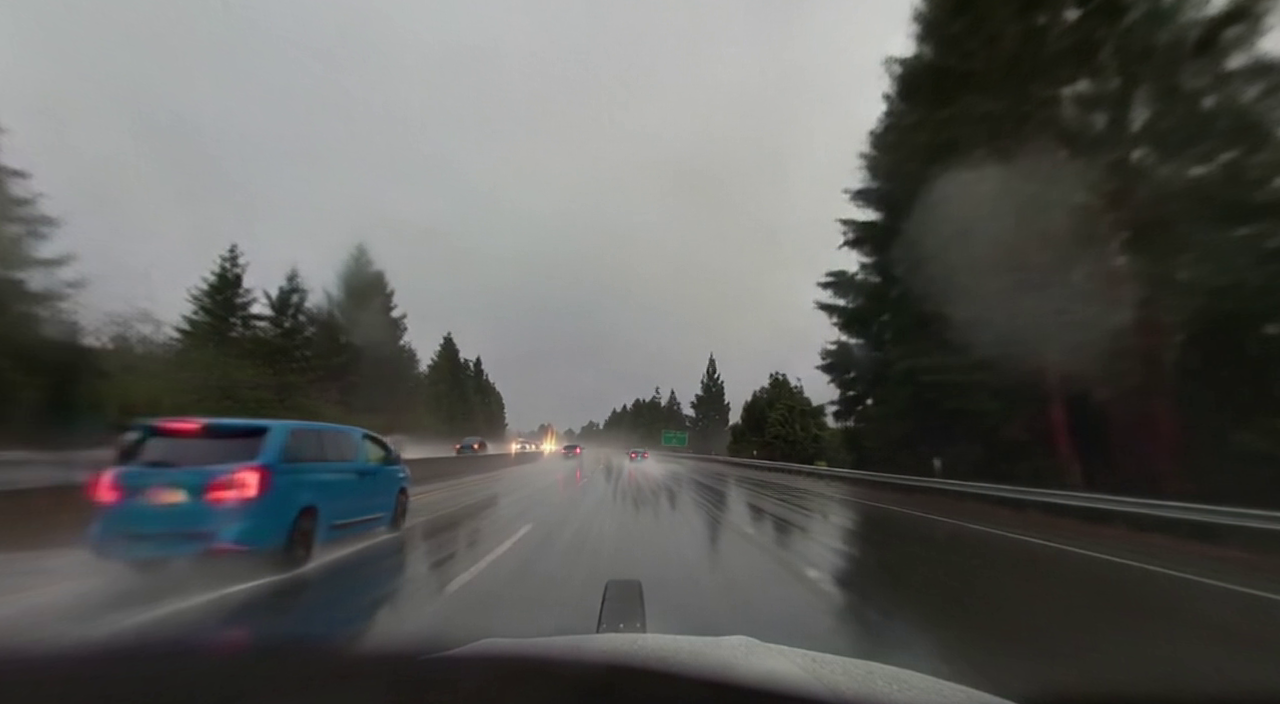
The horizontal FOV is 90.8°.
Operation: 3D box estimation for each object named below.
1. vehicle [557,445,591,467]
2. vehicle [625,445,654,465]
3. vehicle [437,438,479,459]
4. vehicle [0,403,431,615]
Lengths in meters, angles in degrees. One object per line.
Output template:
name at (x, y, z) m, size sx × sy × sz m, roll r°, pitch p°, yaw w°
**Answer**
vehicle at (-4.724, 7.468, 45.568) m, size 2.054 × 1.500 × 4.469 m, roll 0°, pitch -9°, yaw -2°
vehicle at (-0.064, 7.799, 47.886) m, size 2.008 × 1.499 × 3.192 m, roll 0°, pitch -9°, yaw -3°
vehicle at (-13.940, 7.424, 48.551) m, size 1.888 × 1.524 × 4.692 m, roll 0°, pitch -9°, yaw -1°
vehicle at (-4.107, 1.557, 7.166) m, size 2.088 × 1.675 × 4.108 m, roll 0°, pitch -9°, yaw -1°
